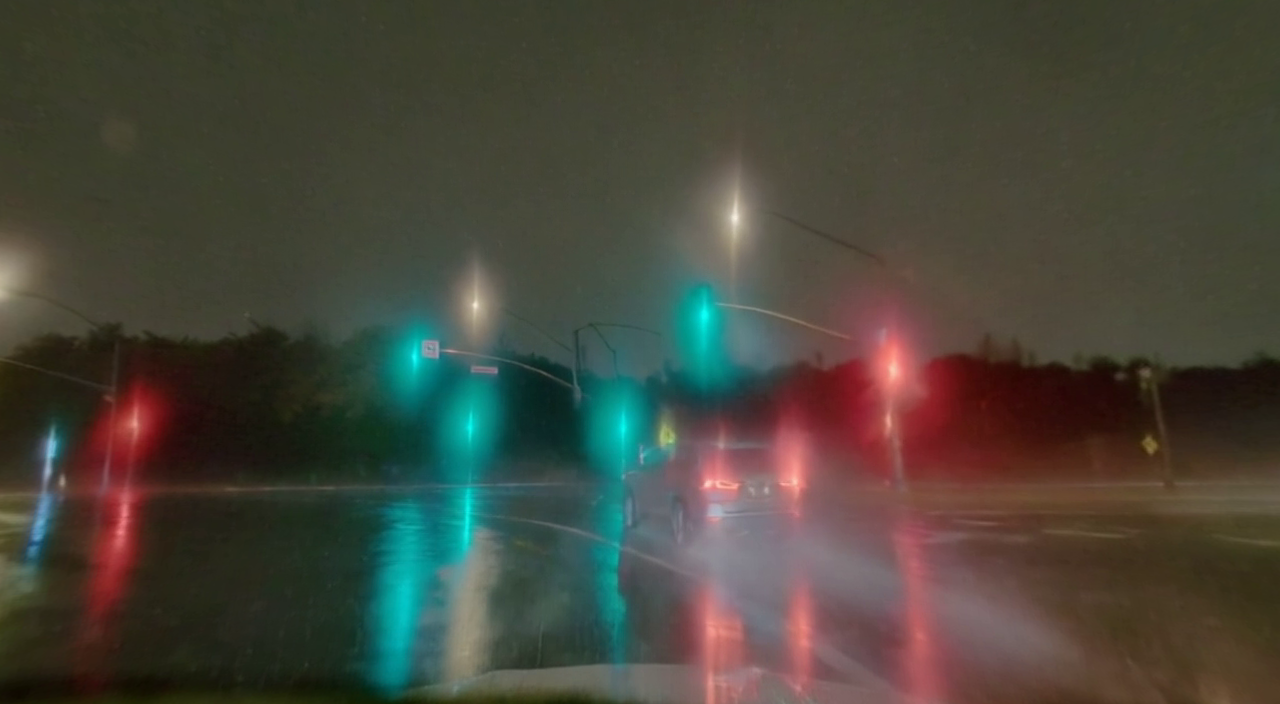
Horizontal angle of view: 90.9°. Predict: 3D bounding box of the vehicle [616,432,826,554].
[{"bbox_3d":[1.103,2.253,10.943,1.938,1.648,4.211,2,-9,-18],"label":"vehicle"}]
